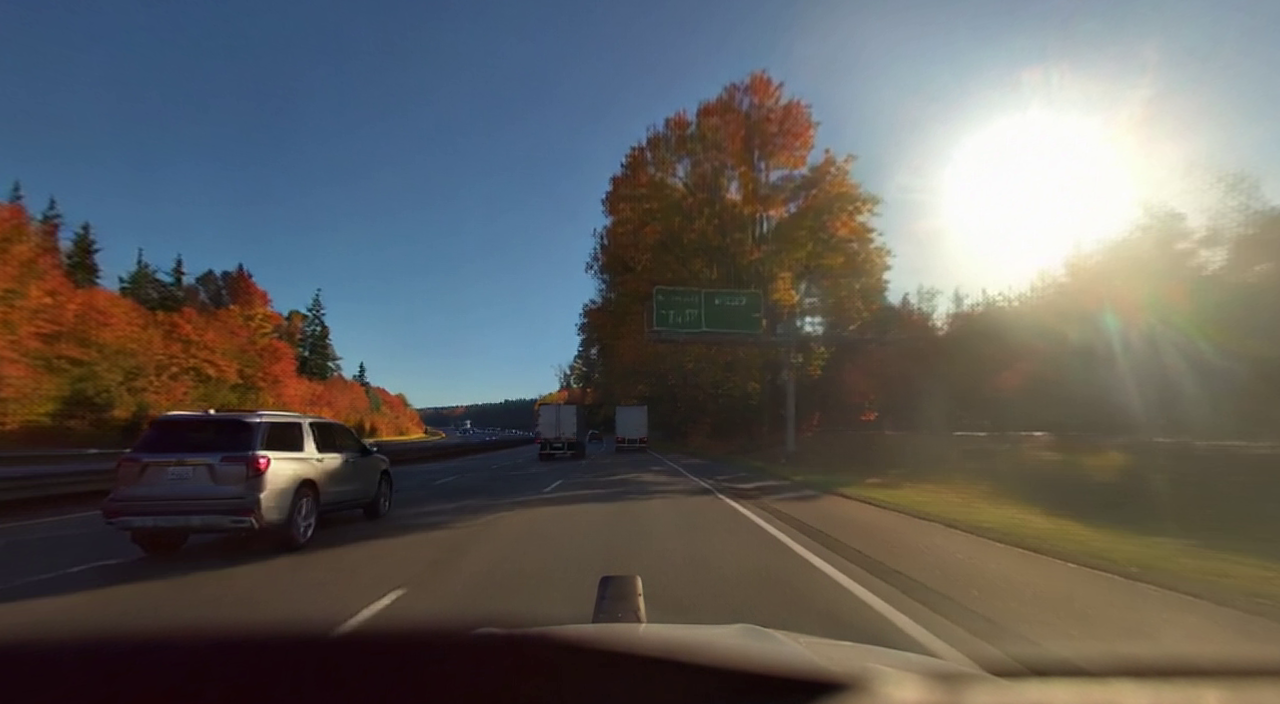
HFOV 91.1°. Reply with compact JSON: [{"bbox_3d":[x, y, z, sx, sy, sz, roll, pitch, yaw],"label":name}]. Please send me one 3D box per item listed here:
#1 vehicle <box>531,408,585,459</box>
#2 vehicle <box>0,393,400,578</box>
[{"bbox_3d":[-4.650,4.747,36.713,2.383,2.726,5.677,0,-8,0],"label":"vehicle"},{"bbox_3d":[-4.967,1.509,8.003,2.089,1.669,4.515,0,-8,-1],"label":"vehicle"}]
